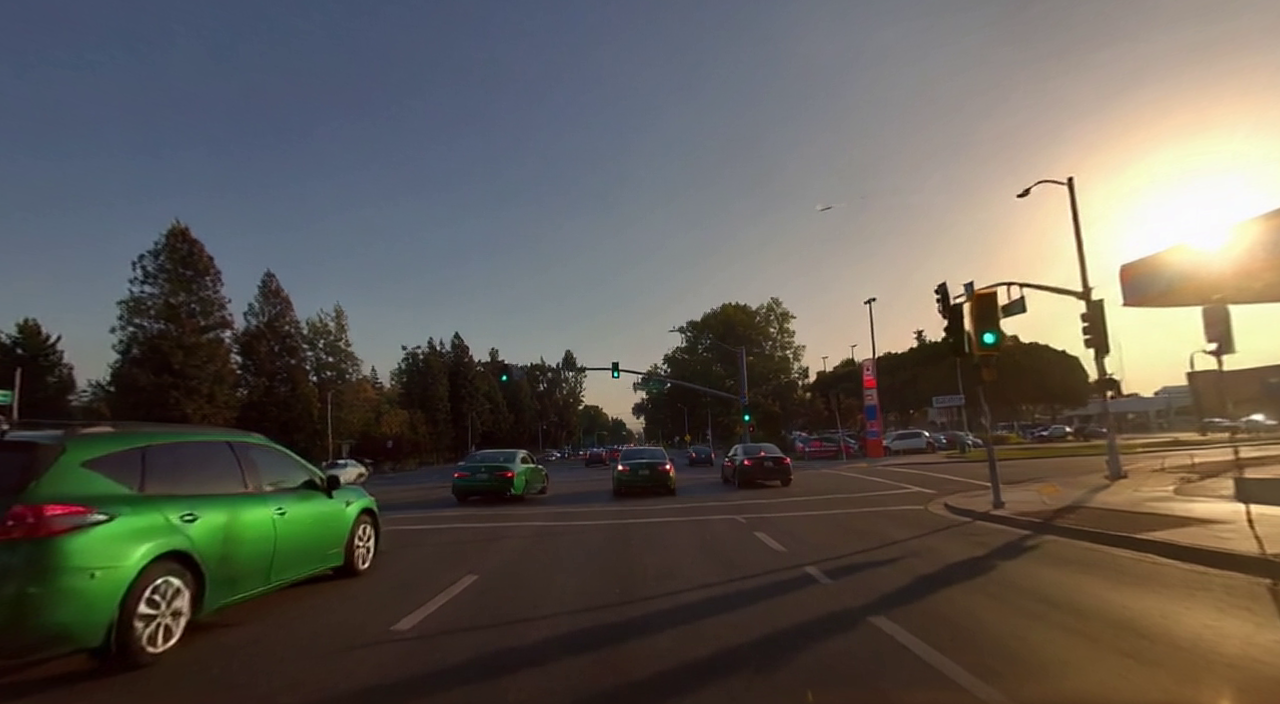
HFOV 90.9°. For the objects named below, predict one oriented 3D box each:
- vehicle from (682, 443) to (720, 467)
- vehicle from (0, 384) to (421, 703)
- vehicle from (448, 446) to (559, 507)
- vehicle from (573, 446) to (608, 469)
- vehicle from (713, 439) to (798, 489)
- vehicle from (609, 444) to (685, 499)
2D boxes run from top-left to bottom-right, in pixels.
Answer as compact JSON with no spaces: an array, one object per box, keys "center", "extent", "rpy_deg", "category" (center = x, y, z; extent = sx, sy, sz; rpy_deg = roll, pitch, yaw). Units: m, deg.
[{"center":[3.993,6.788,41.949],"extent":[1.942,1.482,4.623],"rpy_deg":[0,-8,-1],"category":"vehicle"},{"center":[-3.757,1.352,5.404],"extent":[2.023,1.687,4.874],"rpy_deg":[0,-8,0],"category":"vehicle"},{"center":[-3.648,3.405,17.787],"extent":[1.995,1.436,4.500],"rpy_deg":[-1,-8,2],"category":"vehicle"},{"center":[-3.409,7.340,43.964],"extent":[1.896,1.501,4.390],"rpy_deg":[-1,-8,3],"category":"vehicle"},{"center":[3.720,3.689,21.150],"extent":[1.920,1.479,4.548],"rpy_deg":[0,-8,-1],"category":"vehicle"},{"center":[0.192,3.459,18.682],"extent":[1.994,1.433,3.894],"rpy_deg":[0,-8,0],"category":"vehicle"}]
